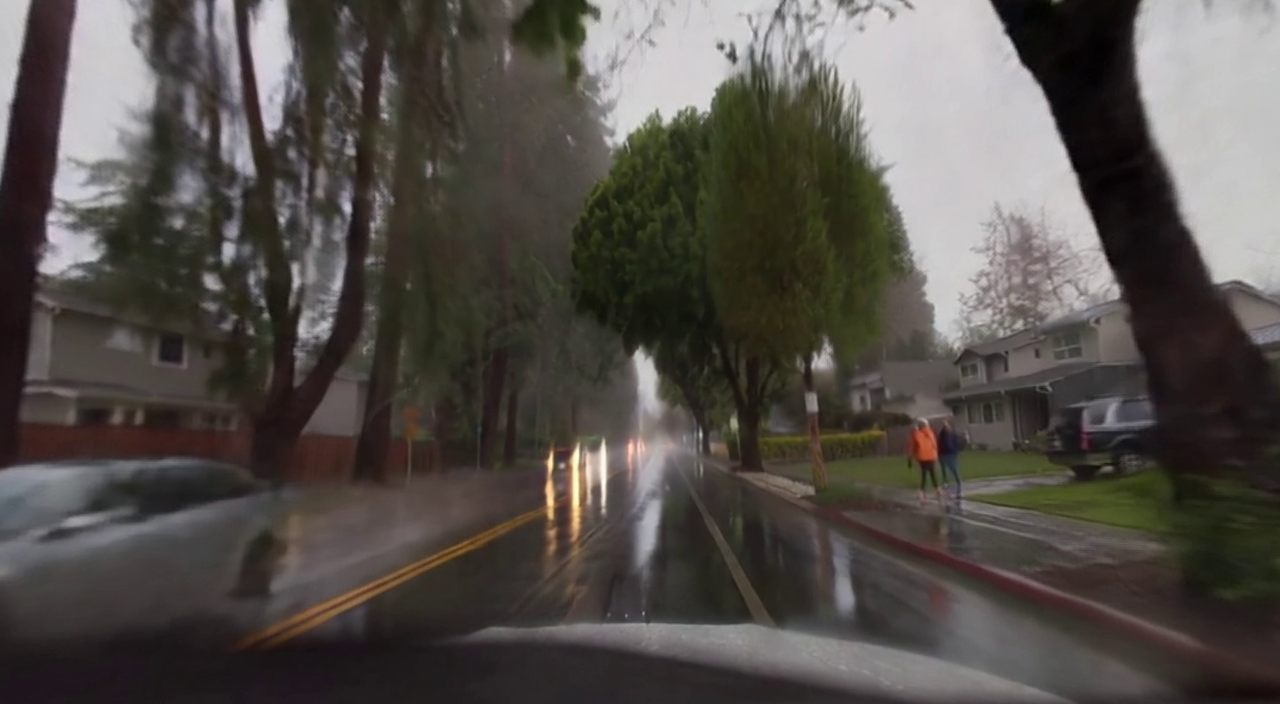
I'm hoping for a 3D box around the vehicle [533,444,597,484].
[{"bbox_3d":[-3.417,5.209,29.699,2.167,1.691,4.755,0,-8,3],"label":"vehicle"}]

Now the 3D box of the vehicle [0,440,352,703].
[{"bbox_3d":[-4.393,1.483,5.157,1.906,1.498,4.222,0,-8,3],"label":"vehicle"}]

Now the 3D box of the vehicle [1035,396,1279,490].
[{"bbox_3d":[11.974,2.038,14.209,4.665,1.944,2.092,0,-8,1],"label":"vehicle"}]
